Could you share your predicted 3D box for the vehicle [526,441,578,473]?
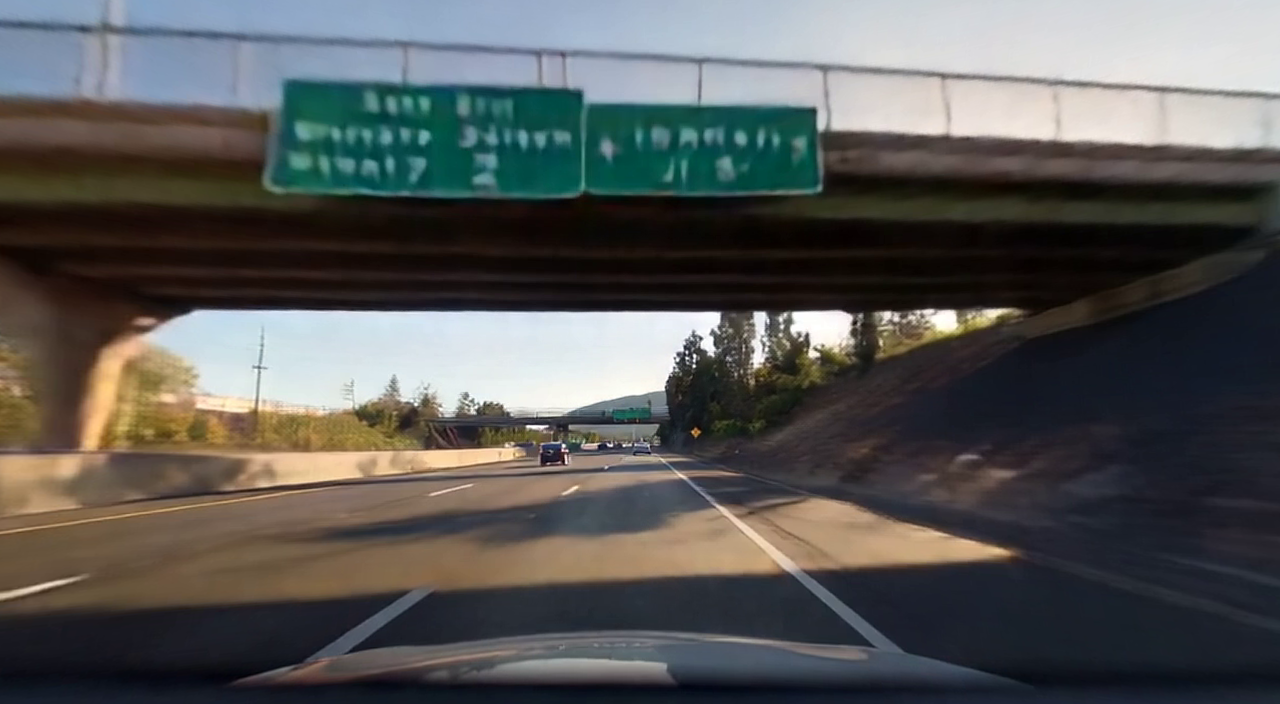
[{"bbox_3d":[-4.573,5.531,33.318,1.916,1.545,4.757,0,-9,2],"label":"vehicle"}]
